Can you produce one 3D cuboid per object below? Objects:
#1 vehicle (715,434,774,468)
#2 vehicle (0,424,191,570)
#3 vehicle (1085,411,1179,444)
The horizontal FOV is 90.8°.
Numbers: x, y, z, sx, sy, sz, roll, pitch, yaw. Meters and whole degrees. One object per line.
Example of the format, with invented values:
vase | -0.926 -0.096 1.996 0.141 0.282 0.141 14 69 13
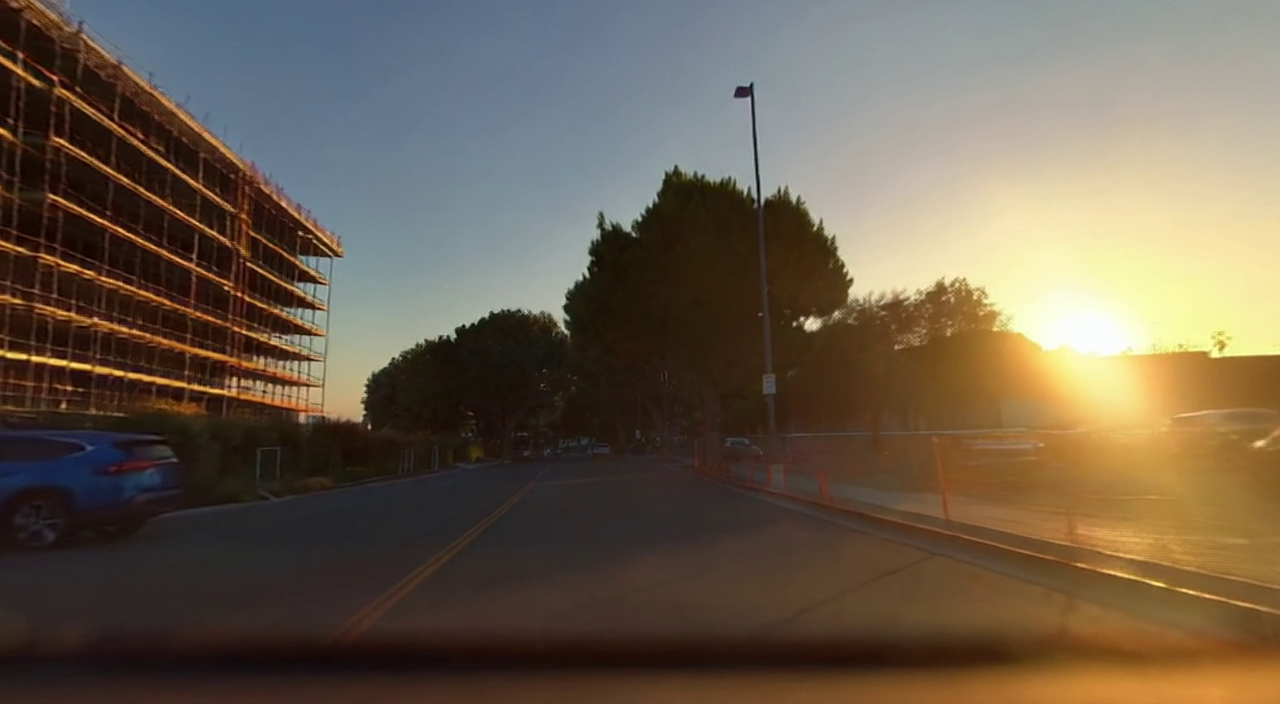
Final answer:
vehicle | 6.313 6.120 39.136 2.267 1.911 5.816 1 -9 -4
vehicle | -9.184 2.249 10.463 1.515 2.074 2.668 0 -7 -3
vehicle | 29.836 4.659 38.499 1.923 1.823 4.343 -1 -9 -6
